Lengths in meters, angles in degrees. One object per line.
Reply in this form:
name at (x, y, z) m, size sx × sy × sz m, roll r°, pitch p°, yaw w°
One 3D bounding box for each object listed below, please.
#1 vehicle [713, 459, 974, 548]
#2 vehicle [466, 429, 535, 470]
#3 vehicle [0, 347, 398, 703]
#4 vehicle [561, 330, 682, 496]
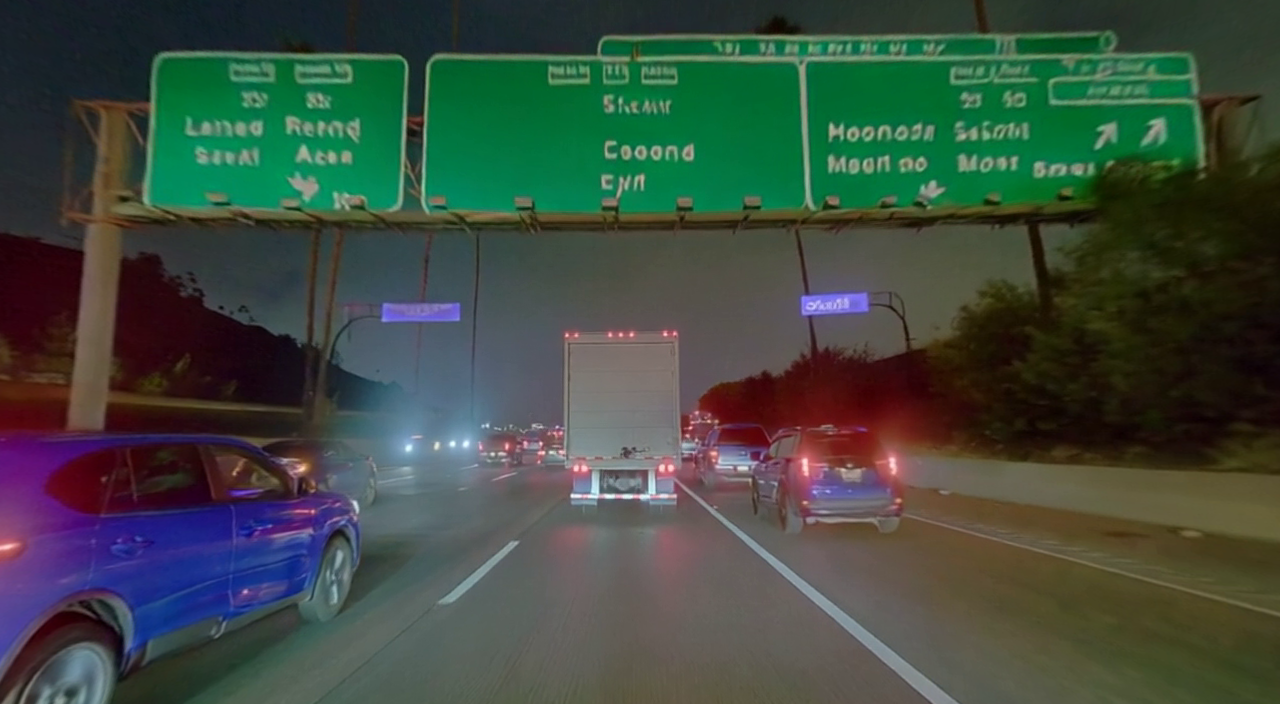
vehicle at (2.977, 2.441, 11.041) m, size 2.635 × 1.036 × 5.568 m, roll 0°, pitch -9°, yaw -1°
vehicle at (-7.210, 5.132, 33.349) m, size 2.344 × 1.954 × 5.579 m, roll 0°, pitch -9°, yaw 0°
vehicle at (-3.214, 1.060, 3.789) m, size 1.885 × 1.654 × 4.103 m, roll 0°, pitch -9°, yaw 0°
vehicle at (-0.423, 2.274, 20.810) m, size 2.906 × 4.040 × 10.743 m, roll 0°, pitch -9°, yaw 0°
